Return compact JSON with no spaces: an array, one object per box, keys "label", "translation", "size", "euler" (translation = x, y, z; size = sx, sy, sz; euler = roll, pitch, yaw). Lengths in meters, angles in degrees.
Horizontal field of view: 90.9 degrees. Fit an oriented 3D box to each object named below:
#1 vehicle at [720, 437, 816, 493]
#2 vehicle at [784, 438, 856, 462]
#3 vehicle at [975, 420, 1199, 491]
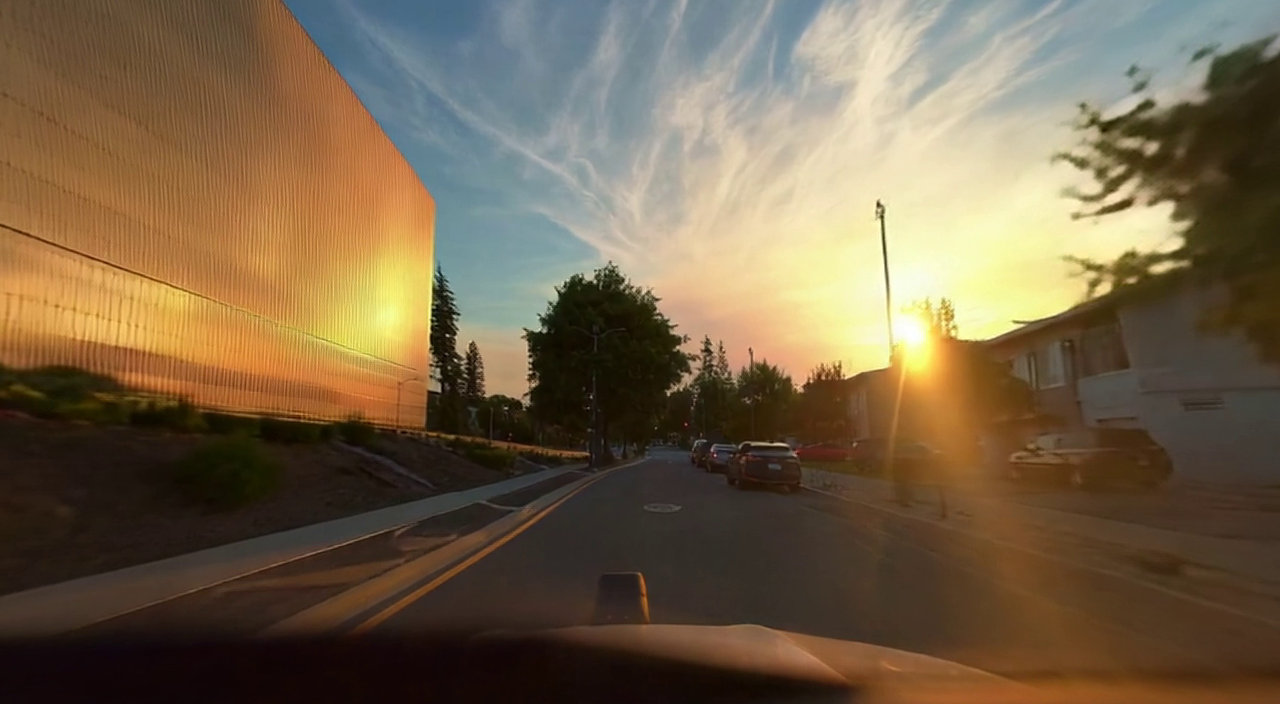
[{"label":"vehicle","translation":[3.757,3.406,19.383],"size":[2.024,1.475,4.565],"euler":[0,-9,0]},{"label":"vehicle","translation":[11.897,6.498,41.947],"size":[4.163,1.471,1.914],"euler":[-1,-9,-1]},{"label":"vehicle","translation":[10.497,2.499,15.438],"size":[1.997,1.430,4.986],"euler":[0,-9,2]}]
